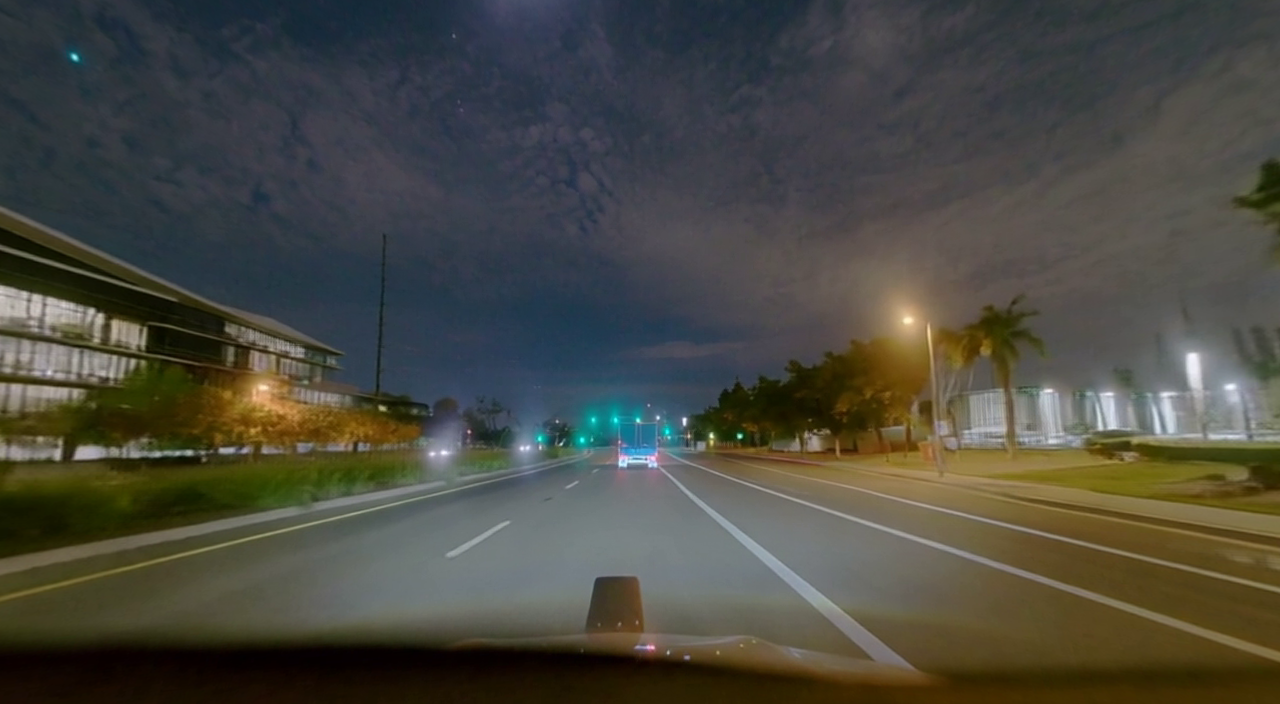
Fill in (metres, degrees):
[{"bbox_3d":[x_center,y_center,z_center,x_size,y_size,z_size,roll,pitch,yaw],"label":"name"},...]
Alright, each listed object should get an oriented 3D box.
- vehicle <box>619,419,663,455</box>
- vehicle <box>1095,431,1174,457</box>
[{"bbox_3d":[-0.054,4.736,34.836,2.178,1.829,4.932,0,-9,-3],"label":"vehicle"},{"bbox_3d":[35.717,6.658,45.702,4.297,1.798,1.955,0,-8,-10],"label":"vehicle"}]
